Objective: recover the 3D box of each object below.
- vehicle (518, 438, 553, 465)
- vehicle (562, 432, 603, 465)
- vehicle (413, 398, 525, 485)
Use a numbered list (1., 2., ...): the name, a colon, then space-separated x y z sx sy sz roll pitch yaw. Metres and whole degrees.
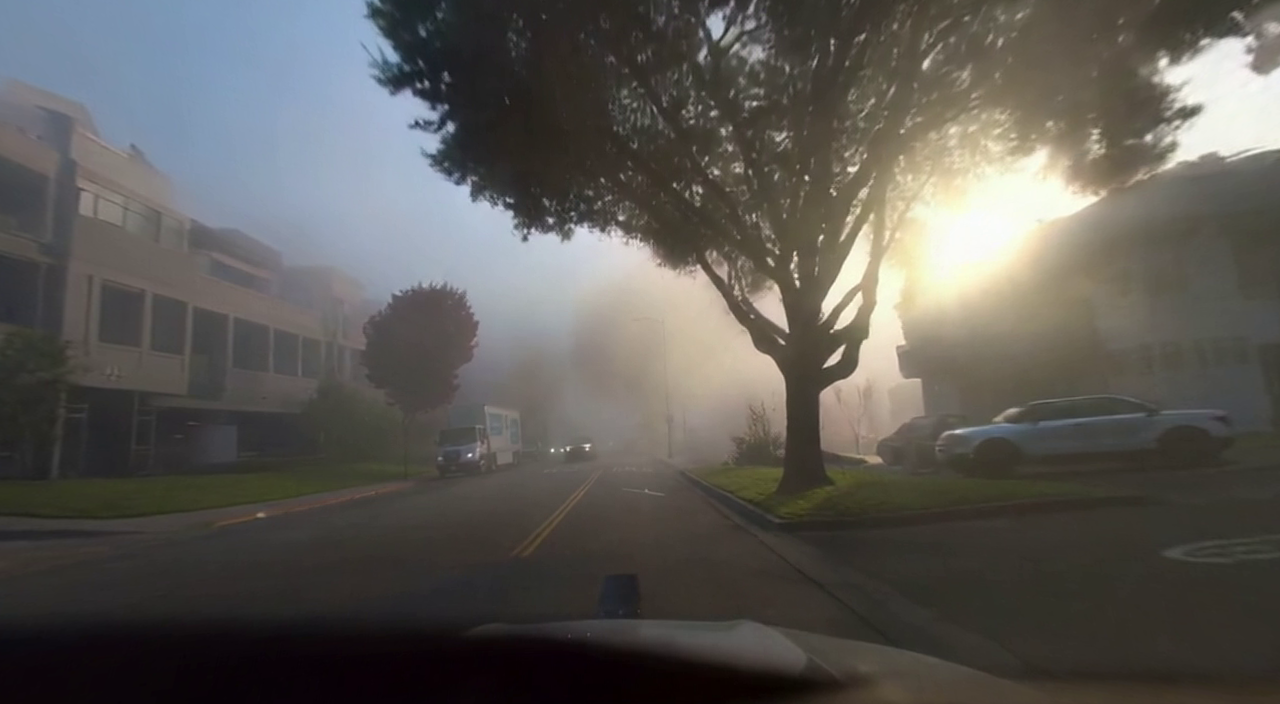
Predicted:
1. vehicle: -7.910 7.508 47.814 1.950 1.743 4.312 -2 -6 -1
2. vehicle: -3.436 5.886 38.459 2.118 1.864 4.640 0 -8 -1
3. vehicle: -9.110 4.769 35.400 2.986 3.768 11.697 -6 -6 -1
